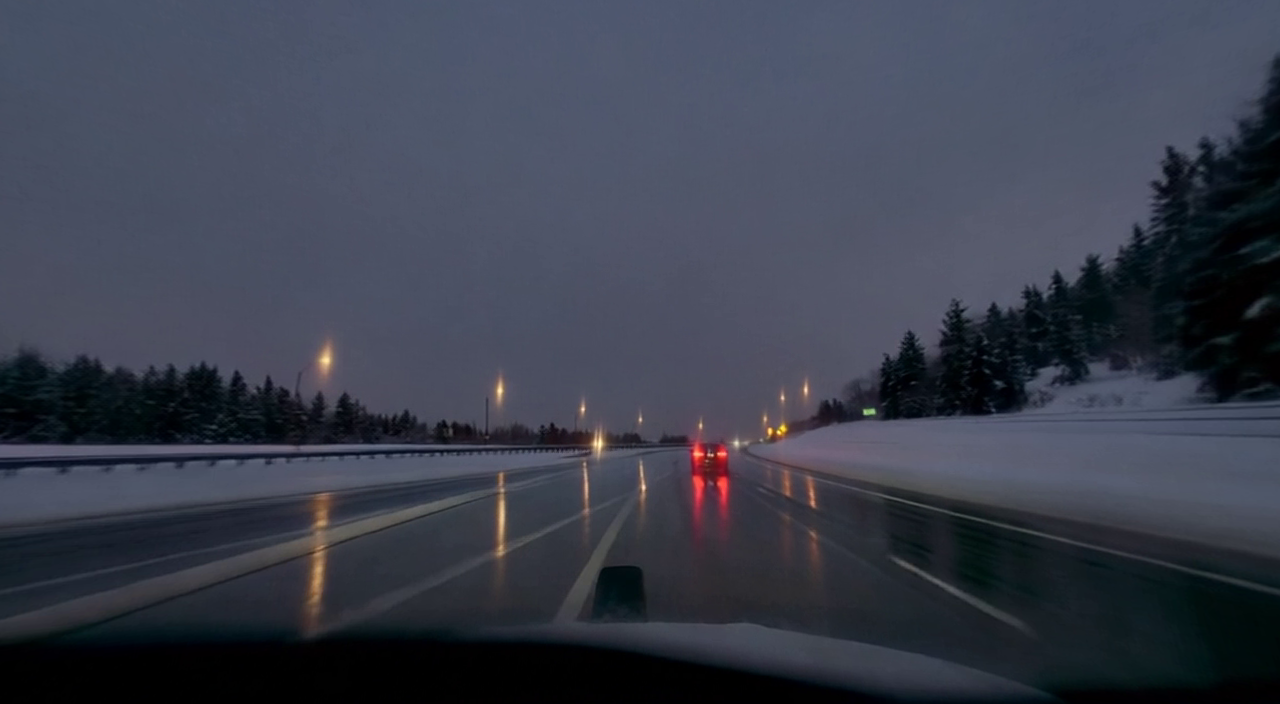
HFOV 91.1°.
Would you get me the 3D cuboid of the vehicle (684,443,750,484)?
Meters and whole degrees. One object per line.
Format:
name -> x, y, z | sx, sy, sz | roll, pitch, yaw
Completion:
vehicle -> 2.849, 4.235, 24.307 | 2.124, 1.405, 4.398 | 0, -8, 2
